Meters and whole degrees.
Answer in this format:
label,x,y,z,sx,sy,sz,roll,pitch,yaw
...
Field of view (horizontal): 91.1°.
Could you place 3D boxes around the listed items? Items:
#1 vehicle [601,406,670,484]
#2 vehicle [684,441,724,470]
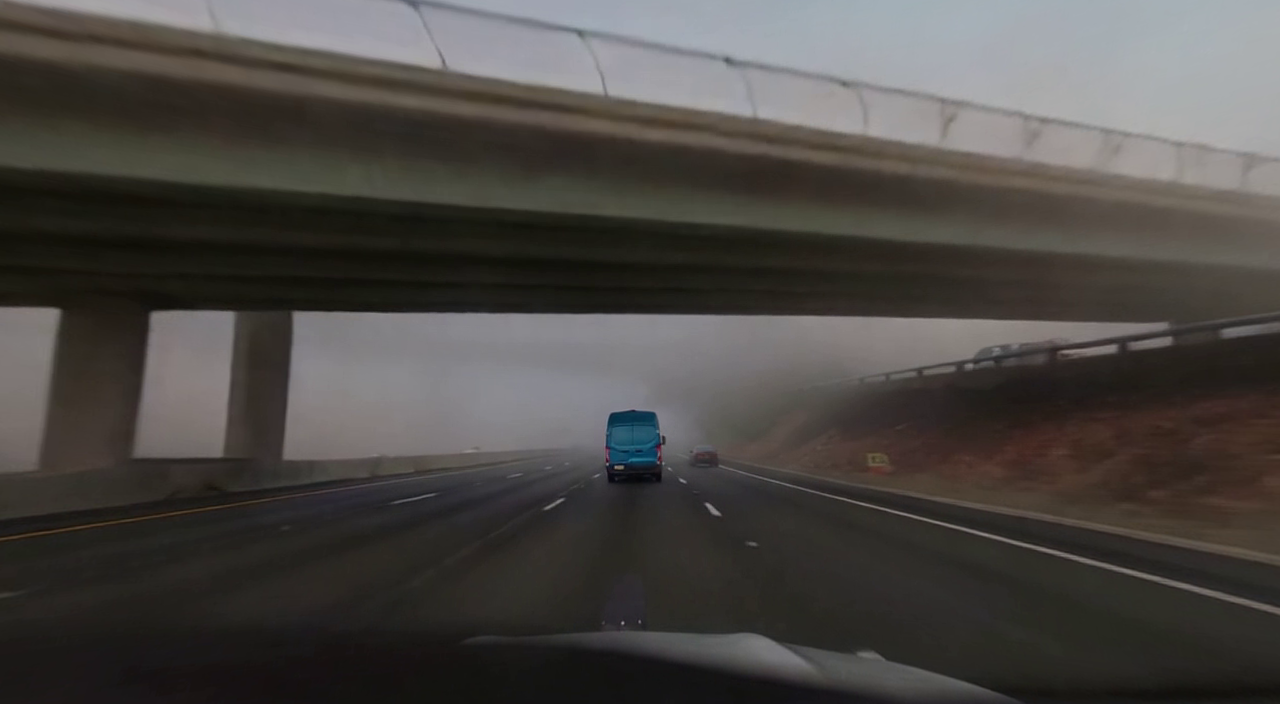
label,x,y,z,sx,sy,sz,roll,pitch,yaw
vehicle,-0.056,3.761,25.423,2.476,2.776,5.598,0,-9,3
vehicle,3.868,6.338,38.625,1.987,1.648,3.984,0,-9,0
